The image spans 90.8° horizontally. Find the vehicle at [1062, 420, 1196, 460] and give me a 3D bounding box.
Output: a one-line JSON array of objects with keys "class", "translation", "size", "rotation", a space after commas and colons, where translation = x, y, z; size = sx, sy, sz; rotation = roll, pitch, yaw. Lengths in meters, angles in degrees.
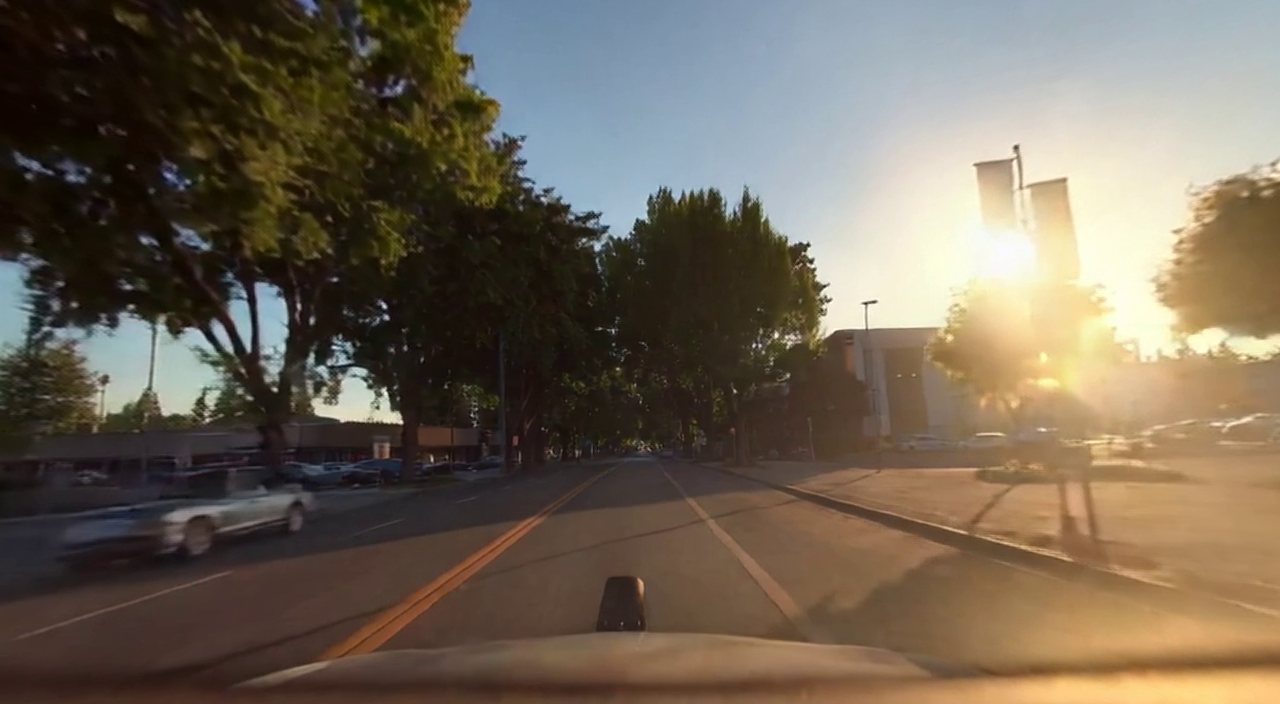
[{"class": "vehicle", "translation": [21.935, 4.004, 28.450], "size": [4.442, 1.451, 1.945], "rotation": [-12, -12, 42]}]

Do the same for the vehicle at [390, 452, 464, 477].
[{"class": "vehicle", "translation": [-15.247, 8.057, 45.473], "size": [4.579, 1.701, 2.033], "rotation": [0, -8, 1]}]

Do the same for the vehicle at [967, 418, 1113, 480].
[{"class": "vehicle", "translation": [11.213, 2.682, 17.581], "size": [4.587, 1.504, 1.928], "rotation": [6, -11, -38]}]

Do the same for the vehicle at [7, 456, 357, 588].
[{"class": "vehicle", "translation": [-6.504, 2.411, 9.882], "size": [1.962, 1.478, 4.639], "rotation": [0, -9, 1]}]
